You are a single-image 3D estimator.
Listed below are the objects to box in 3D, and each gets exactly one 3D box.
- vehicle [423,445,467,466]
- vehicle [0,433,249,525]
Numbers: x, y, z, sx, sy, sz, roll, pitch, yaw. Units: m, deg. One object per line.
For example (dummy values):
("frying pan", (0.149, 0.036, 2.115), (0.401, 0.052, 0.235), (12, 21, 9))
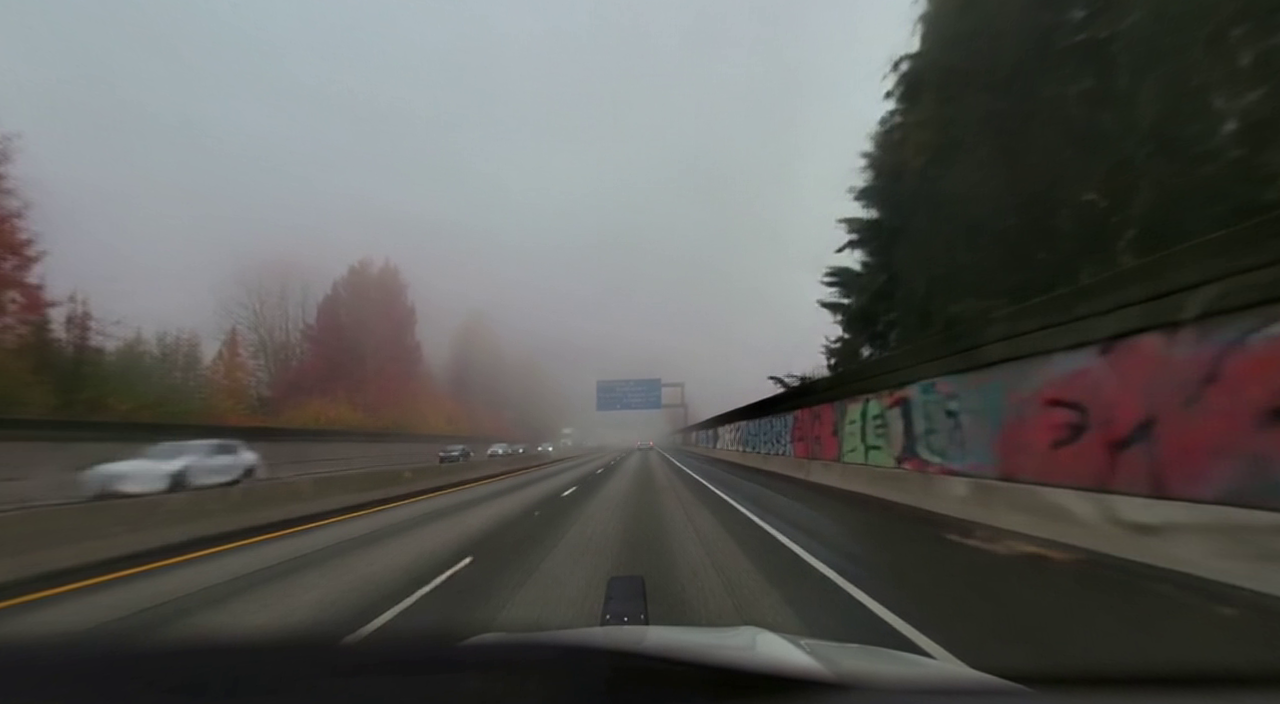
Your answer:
("vehicle", (-14.522, 7.736, 47.155), (1.796, 1.495, 4.504), (0, -8, 1))
("vehicle", (-10.881, 2.585, 13.493), (1.988, 1.594, 4.624), (0, -8, 0))
